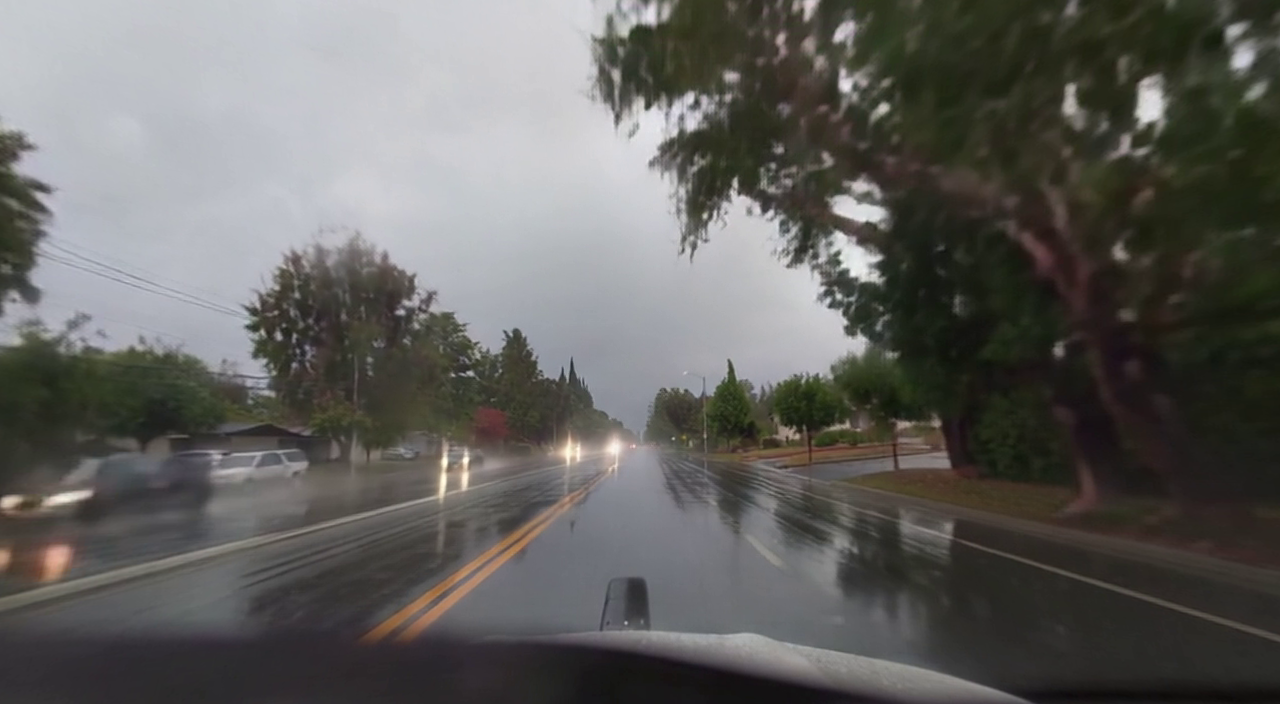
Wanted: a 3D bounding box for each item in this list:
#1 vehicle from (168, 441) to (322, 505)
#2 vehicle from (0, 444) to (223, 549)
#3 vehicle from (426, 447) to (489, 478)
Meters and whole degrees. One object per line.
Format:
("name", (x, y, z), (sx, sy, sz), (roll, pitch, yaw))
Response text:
("vehicle", (-14.324, 4.351, 23.400), (2.071, 1.899, 5.640), (-4, -8, 1))
("vehicle", (-10.480, 2.606, 12.145), (1.913, 1.641, 4.243), (0, -9, 0))
("vehicle", (-9.646, 5.845, 33.649), (1.937, 1.481, 4.467), (0, -9, 1))
